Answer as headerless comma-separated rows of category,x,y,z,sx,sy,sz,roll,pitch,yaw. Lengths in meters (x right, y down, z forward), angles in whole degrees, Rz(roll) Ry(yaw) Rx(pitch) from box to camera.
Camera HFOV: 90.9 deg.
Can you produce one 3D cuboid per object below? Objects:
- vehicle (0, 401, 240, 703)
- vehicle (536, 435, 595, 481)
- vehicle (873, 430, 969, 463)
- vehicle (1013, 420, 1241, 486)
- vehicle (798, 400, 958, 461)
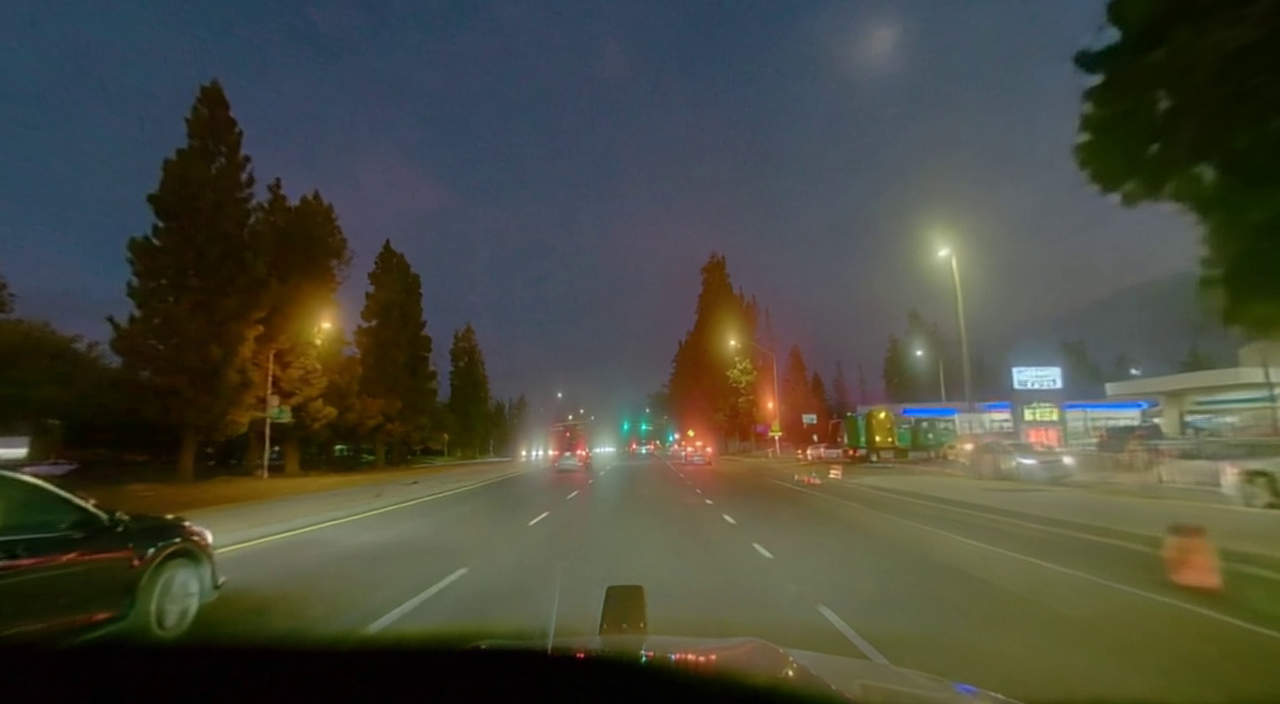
vehicle,-4.020,0.988,2.884,1.856,1.540,3.733,0,-8,1
vehicle,-2.929,4.253,25.637,2.038,1.682,4.399,0,-8,-2
vehicle,15.767,5.328,35.581,1.874,1.694,4.535,7,-11,-38
vehicle,13.809,2.900,18.351,4.804,1.695,2.055,-4,-9,26
vehicle,15.007,5.056,40.268,8.949,3.673,3.044,0,-8,-2
